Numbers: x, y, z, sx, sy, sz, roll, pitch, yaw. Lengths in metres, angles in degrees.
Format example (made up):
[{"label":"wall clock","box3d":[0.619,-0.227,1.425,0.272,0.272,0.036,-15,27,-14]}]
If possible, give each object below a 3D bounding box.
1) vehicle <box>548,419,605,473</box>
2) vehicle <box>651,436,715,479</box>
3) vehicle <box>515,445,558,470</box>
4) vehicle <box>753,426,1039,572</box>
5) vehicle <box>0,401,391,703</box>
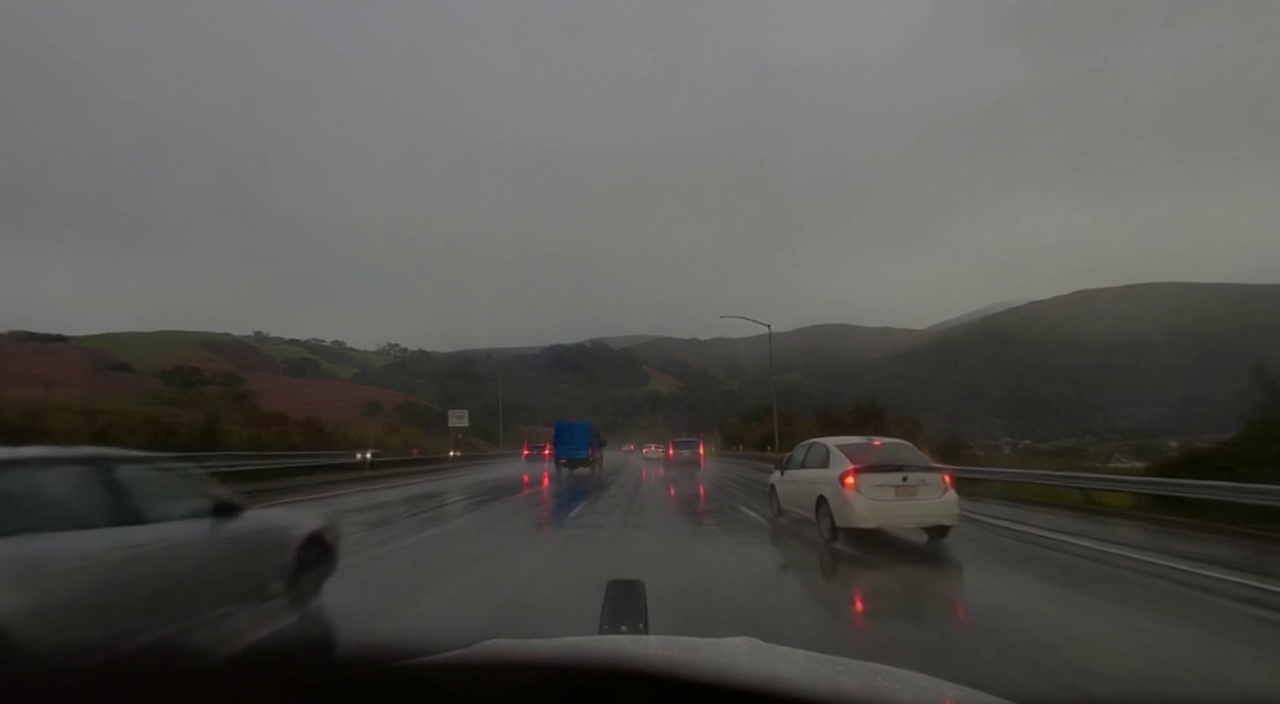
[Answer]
[{"label":"vehicle","box3d":[-3.335,5.118,34.461,2.396,2.664,5.735,0,-9,1]},{"label":"vehicle","box3d":[1.782,4.553,27.441,2.270,1.660,4.101,0,-9,-3]},{"label":"vehicle","box3d":[-6.557,6.709,40.409,1.964,1.487,4.417,0,-9,1]},{"label":"vehicle","box3d":[3.088,1.869,8.855,2.050,1.491,4.362,0,-9,-2]},{"label":"vehicle","box3d":[-3.339,1.146,3.660,1.990,1.501,4.250,0,-9,1]}]
